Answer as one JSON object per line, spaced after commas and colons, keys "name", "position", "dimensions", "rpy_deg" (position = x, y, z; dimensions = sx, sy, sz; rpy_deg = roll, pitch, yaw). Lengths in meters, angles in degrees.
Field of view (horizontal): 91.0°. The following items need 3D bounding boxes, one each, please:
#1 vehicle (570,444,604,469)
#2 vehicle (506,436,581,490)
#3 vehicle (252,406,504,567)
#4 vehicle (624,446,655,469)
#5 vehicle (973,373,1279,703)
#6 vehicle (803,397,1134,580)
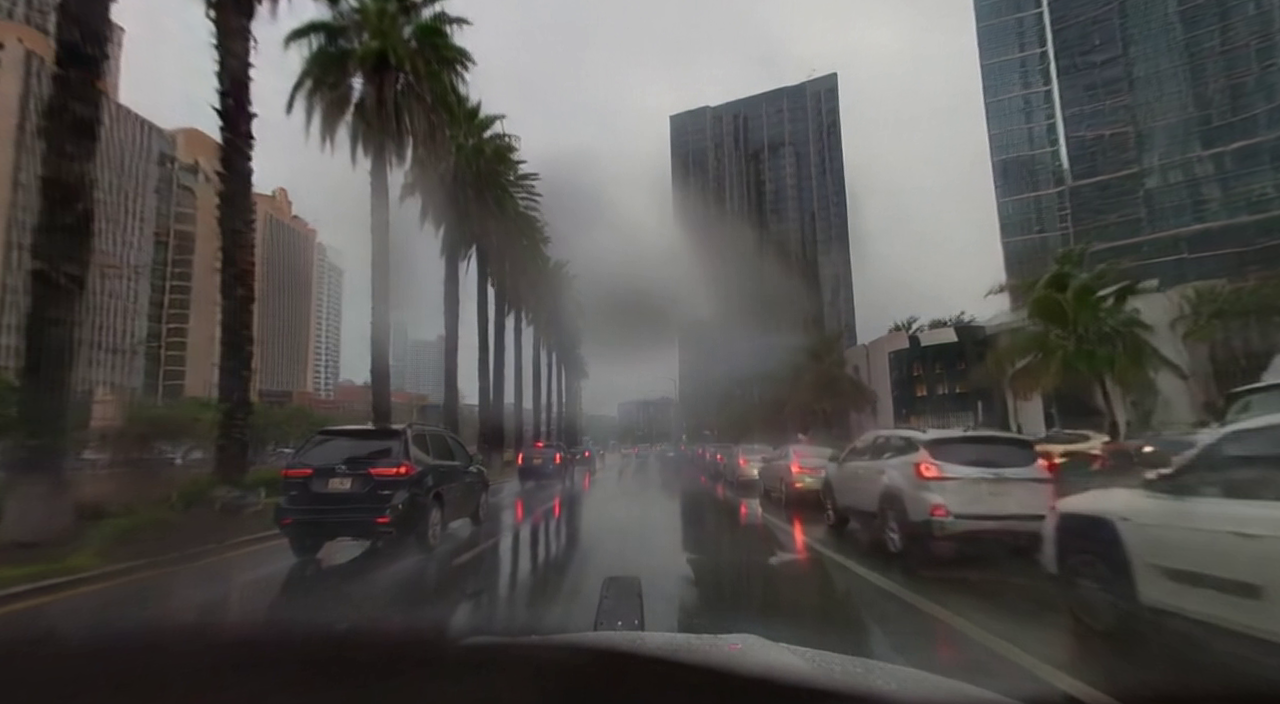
{"name": "vehicle", "position": [-3.549, 7.121, 42.982], "dimensions": [1.955, 1.637, 4.243], "rpy_deg": [0, -9, 0]}
{"name": "vehicle", "position": [-3.367, 3.986, 22.886], "dimensions": [2.014, 1.740, 4.392], "rpy_deg": [0, -9, 1]}
{"name": "vehicle", "position": [-3.407, 1.839, 9.243], "dimensions": [1.800, 1.797, 4.224], "rpy_deg": [0, -9, 1]}
{"name": "vehicle", "position": [-0.085, 7.318, 43.844], "dimensions": [2.036, 1.461, 3.890], "rpy_deg": [0, -9, -2]}
{"name": "vehicle", "position": [4.164, 1.044, 3.542], "dimensions": [1.965, 1.735, 4.835], "rpy_deg": [0, -9, 1]}
{"name": "vehicle", "position": [4.134, 1.828, 9.238], "dimensions": [2.035, 1.902, 5.079], "rpy_deg": [0, -9, -1]}
